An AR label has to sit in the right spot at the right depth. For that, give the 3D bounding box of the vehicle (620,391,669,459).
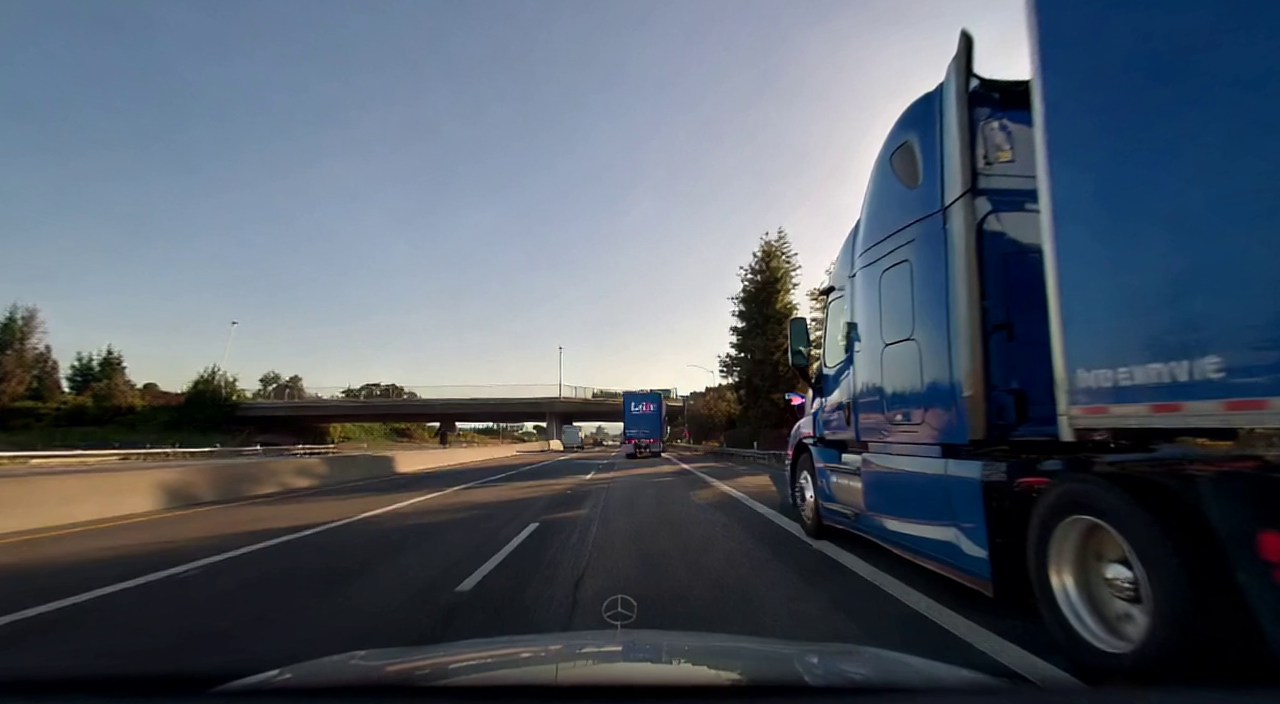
[{"bbox_3d":[0.223,5.522,46.251,3.034,4.194,14.704,0,-8,0],"label":"vehicle"}]
